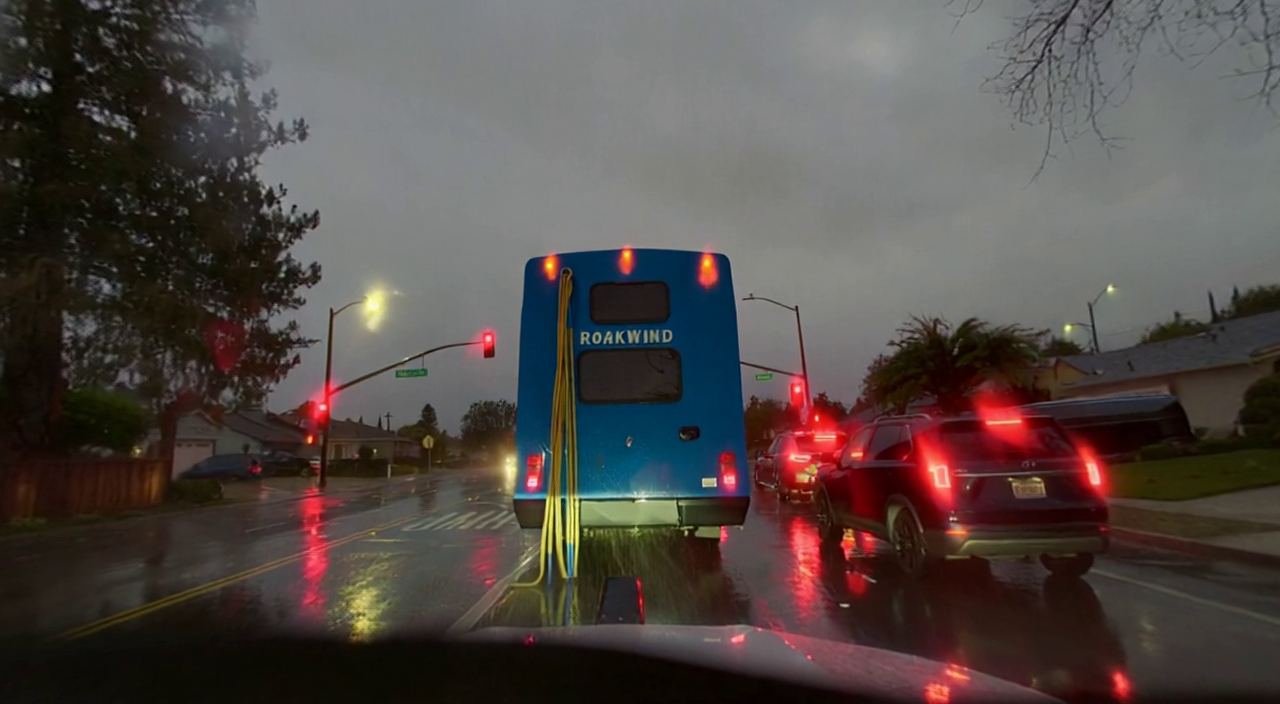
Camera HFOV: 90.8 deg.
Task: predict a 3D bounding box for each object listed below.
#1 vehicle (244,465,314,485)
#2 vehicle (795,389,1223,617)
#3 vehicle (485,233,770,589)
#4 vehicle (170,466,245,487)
[{"bbox_3d":[-27.454,9.360,48.128,4.187,1.445,1.809,0,-9,0],"label":"vehicle"},{"bbox_3d":[3.399,1.492,7.145,2.104,1.735,4.408,0,-9,-1],"label":"vehicle"},{"bbox_3d":[-0.124,1.121,10.323,2.709,3.511,8.213,0,-9,0],"label":"vehicle"},{"bbox_3d":[-32.767,9.411,47.934,4.311,1.458,1.707,0,-9,-3],"label":"vehicle"}]
